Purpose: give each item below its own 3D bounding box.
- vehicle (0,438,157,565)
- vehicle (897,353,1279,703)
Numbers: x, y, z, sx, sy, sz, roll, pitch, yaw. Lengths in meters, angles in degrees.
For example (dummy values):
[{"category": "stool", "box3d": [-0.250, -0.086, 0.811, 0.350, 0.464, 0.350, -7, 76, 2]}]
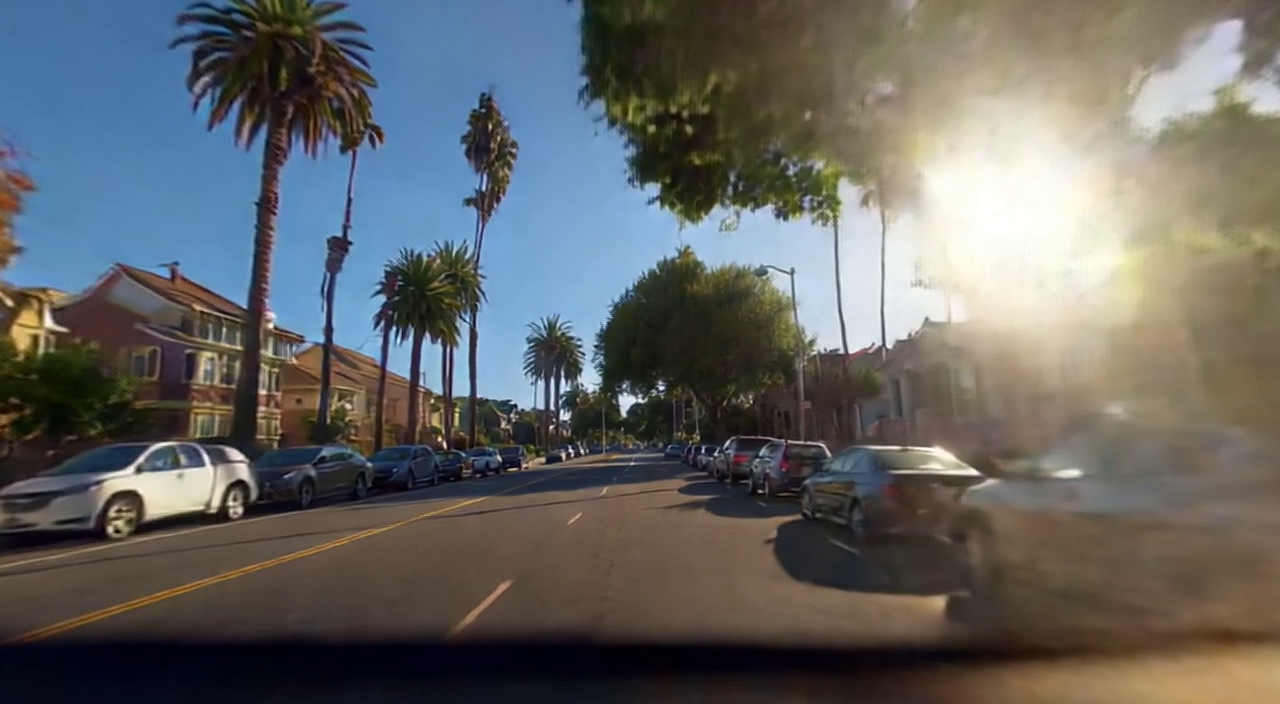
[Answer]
[{"category": "vehicle", "box3d": [-9.789, 2.105, 9.115, 4.027, 1.704, 1.849, 3, -9, -23]}, {"category": "vehicle", "box3d": [3.542, 1.042, 3.865, 2.016, 1.671, 4.372, 0, -8, -1]}]
